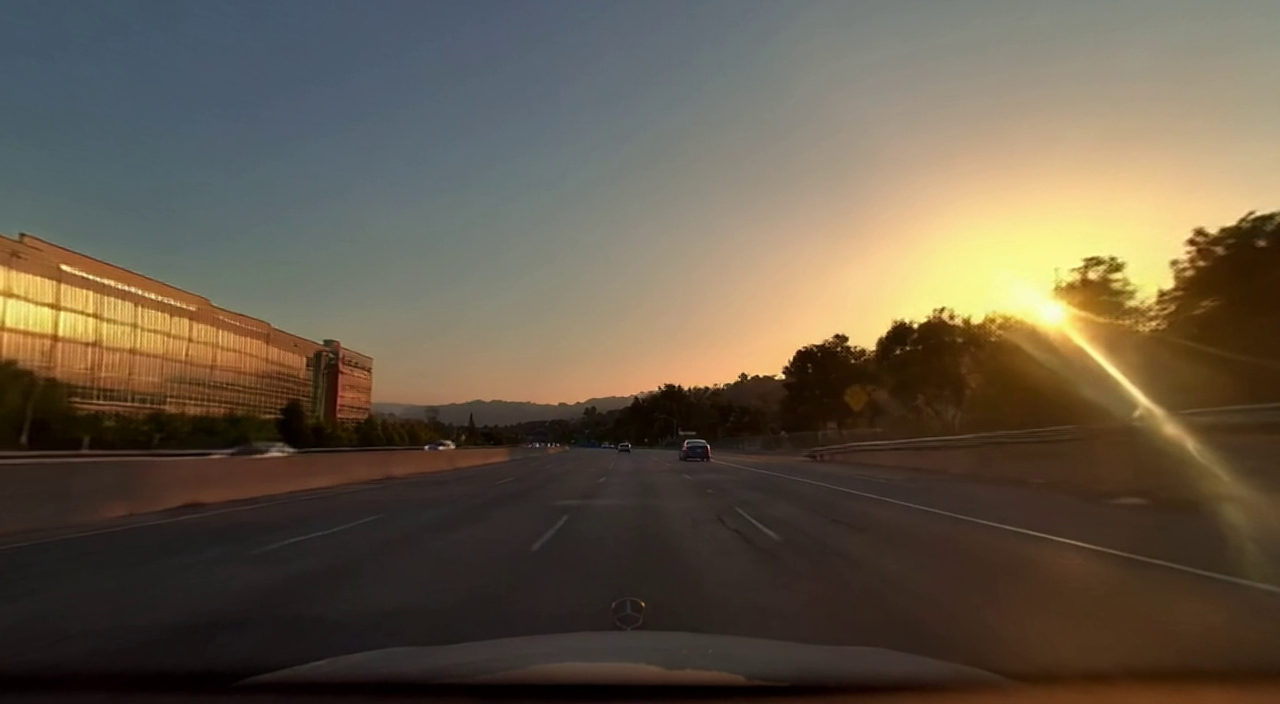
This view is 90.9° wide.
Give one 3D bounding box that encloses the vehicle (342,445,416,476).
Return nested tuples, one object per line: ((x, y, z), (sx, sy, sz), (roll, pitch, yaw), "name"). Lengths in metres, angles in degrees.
((-13.309, 5.531, 32.497), (1.871, 1.446, 4.531), (0, -8, 0), "vehicle")

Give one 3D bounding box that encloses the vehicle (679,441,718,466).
((3.557, 6.254, 39.010), (1.926, 1.477, 4.025), (0, -8, -2), "vehicle")

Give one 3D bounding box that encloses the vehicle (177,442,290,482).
((-16.465, 4.442, 25.825), (1.806, 1.492, 4.206), (0, -8, 0), "vehicle")
